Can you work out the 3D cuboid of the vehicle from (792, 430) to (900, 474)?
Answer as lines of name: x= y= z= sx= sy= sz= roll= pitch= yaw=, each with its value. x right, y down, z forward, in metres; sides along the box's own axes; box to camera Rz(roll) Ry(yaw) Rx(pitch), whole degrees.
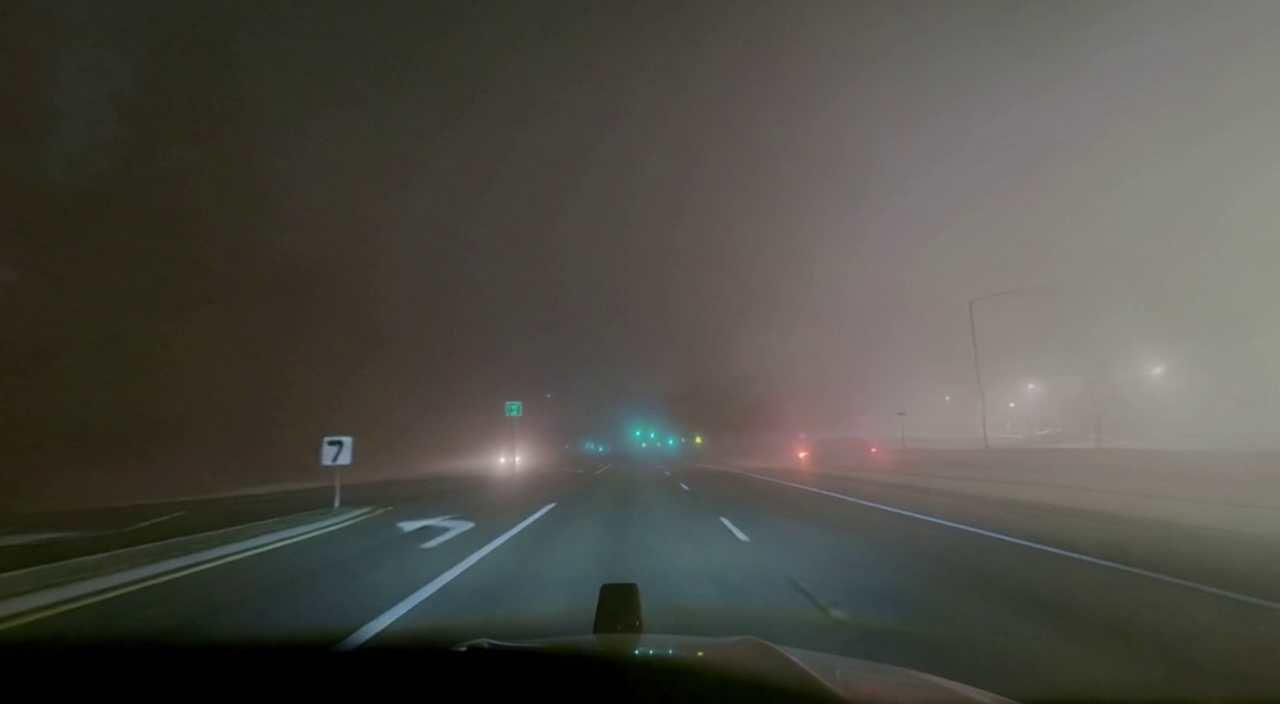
vehicle: x=12.330 y=5.993 z=38.116 sx=5.581 sy=1.926 sz=2.324 roll=-7 pitch=-7 yaw=-1
